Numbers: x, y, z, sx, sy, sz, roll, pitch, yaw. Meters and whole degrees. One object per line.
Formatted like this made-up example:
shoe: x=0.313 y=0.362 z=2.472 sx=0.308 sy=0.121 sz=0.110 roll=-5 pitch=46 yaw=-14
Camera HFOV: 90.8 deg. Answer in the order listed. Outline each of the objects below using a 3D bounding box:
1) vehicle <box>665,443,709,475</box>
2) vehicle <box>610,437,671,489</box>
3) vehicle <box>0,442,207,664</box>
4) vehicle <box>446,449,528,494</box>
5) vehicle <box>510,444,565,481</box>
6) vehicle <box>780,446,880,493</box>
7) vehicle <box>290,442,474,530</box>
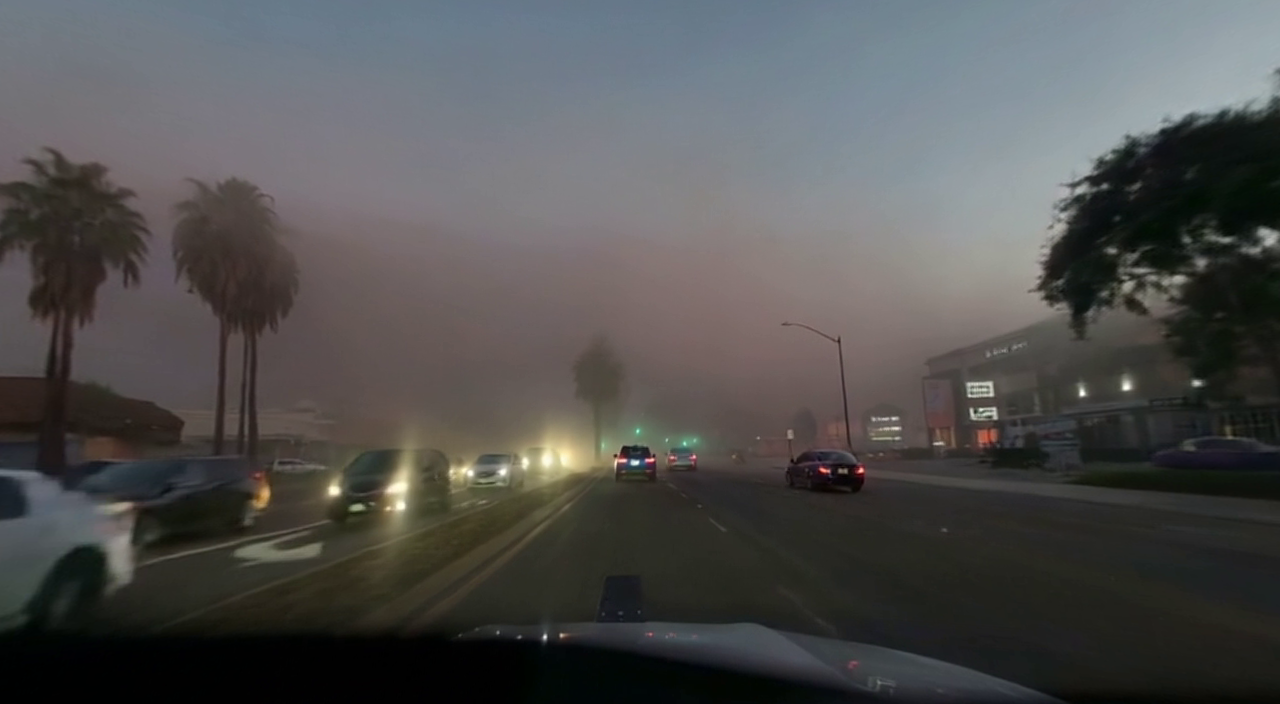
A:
vehicle: x=2.700 y=6.270 z=37.330 sx=2.112 sy=1.710 sz=4.234 roll=0 pitch=-8 yaw=-1
vehicle: x=-0.032 y=4.220 z=24.286 sx=2.151 sy=1.787 sz=4.109 roll=0 pitch=-8 yaw=-1
vehicle: x=-5.229 y=1.293 z=3.903 sx=2.030 sy=1.441 sz=4.324 roll=0 pitch=-8 yaw=0
vehicle: x=-5.638 y=4.422 z=23.829 sx=2.017 sy=1.463 sz=4.384 roll=0 pitch=-8 yaw=0
vehicle: x=-5.224 y=5.689 z=32.817 sx=2.160 sy=1.769 sz=4.494 roll=0 pitch=-8 yaw=-1
vehicle: x=6.383 y=3.974 z=21.802 sx=1.944 sy=1.447 sz=4.309 roll=0 pitch=-8 yaw=-2
vehicle: x=-5.132 y=2.693 z=13.320 sx=2.036 sy=1.541 sz=4.107 roll=-1 pitch=-8 yaw=2
